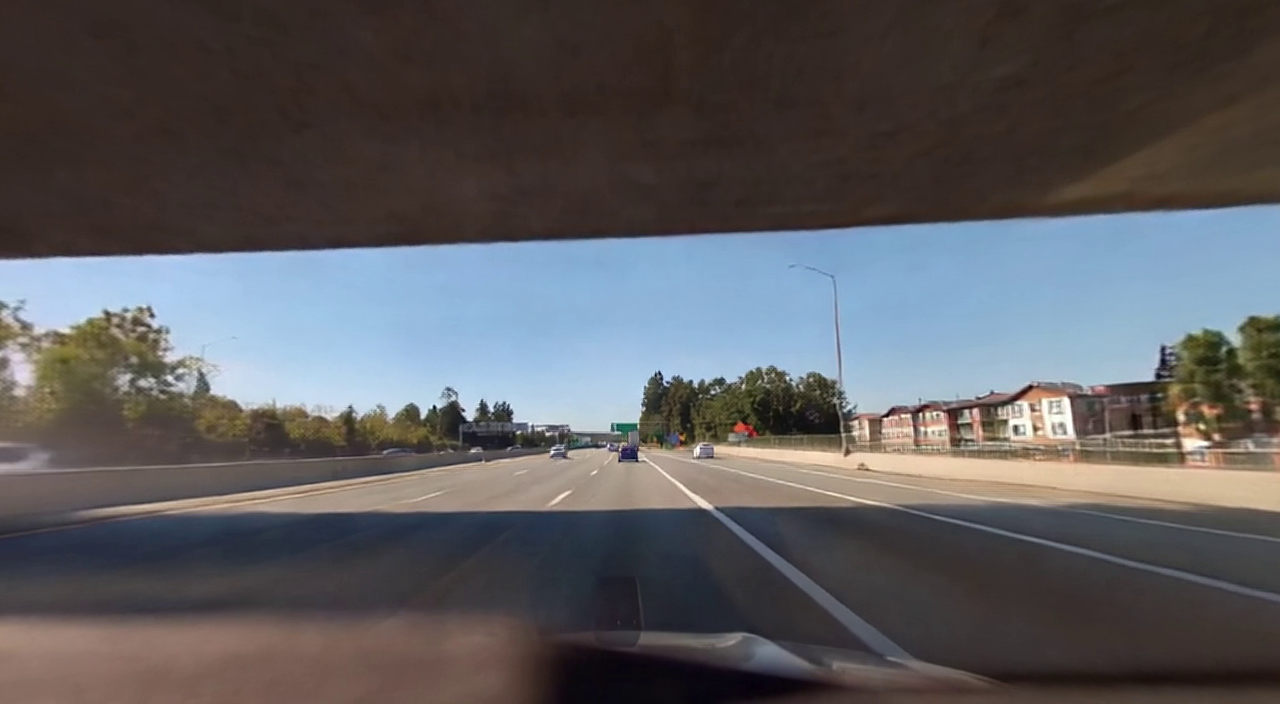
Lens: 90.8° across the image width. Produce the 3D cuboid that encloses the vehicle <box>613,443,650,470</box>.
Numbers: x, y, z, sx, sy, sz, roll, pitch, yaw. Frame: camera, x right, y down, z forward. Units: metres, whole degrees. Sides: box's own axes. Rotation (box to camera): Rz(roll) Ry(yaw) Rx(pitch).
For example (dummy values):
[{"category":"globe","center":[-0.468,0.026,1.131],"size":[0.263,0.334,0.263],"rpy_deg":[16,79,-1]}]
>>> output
[{"category":"vehicle","center":[-0.525,5.916,35.986],"size":[2.012,1.471,4.059],"rpy_deg":[0,-8,-2]}]
